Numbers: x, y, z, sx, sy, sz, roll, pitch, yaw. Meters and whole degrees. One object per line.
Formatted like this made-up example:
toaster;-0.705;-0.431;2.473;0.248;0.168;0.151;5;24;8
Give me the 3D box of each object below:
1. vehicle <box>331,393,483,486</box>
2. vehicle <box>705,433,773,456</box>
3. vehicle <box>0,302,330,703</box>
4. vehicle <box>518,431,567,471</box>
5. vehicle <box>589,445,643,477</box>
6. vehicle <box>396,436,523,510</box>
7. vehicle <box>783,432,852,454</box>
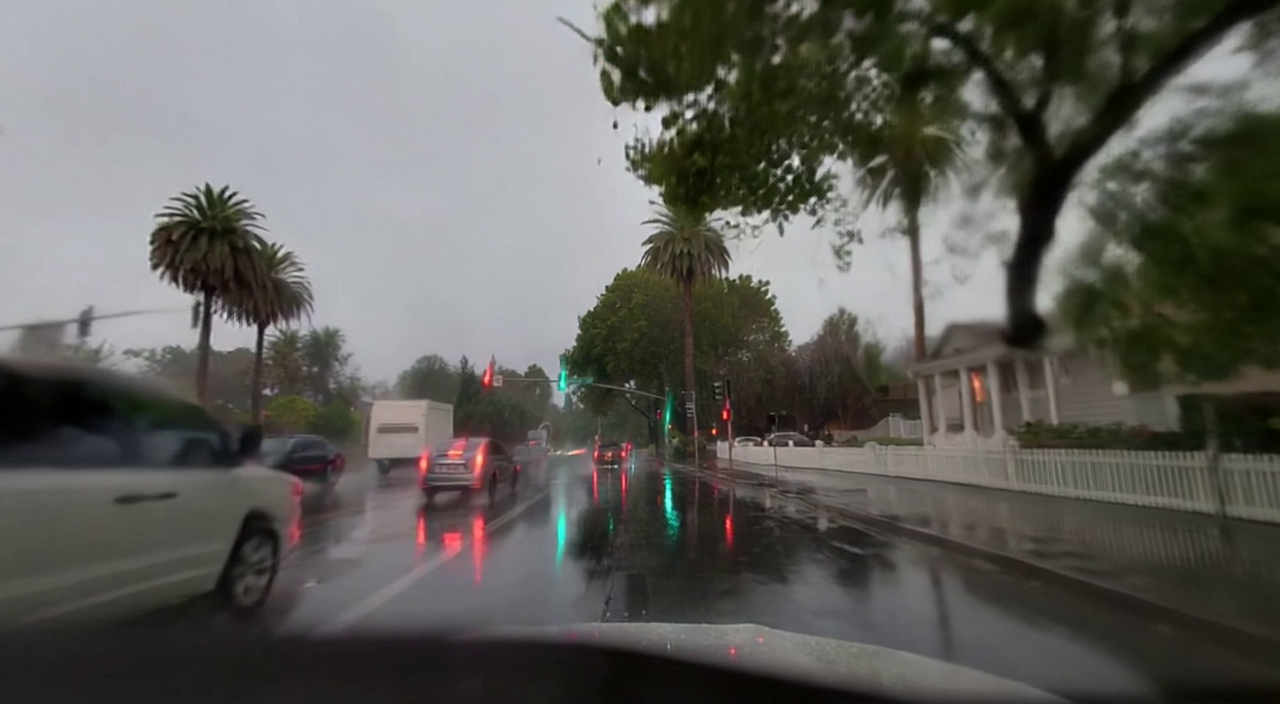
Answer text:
vehicle;-7.709;3.078;22.006;2.821;2.701;6.721;0;-8;-1
vehicle;7.738;7.249;49.262;4.742;1.690;2.218;3;-9;-20
vehicle;-3.965;0.798;3.260;2.144;1.877;4.899;-1;-8;1
vehicle;-4.874;5.006;32.048;2.032;1.852;4.571;-1;-8;-3
vehicle;-1.118;4.590;26.893;2.131;1.222;3.868;0;-8;-5
vehicle;-3.995;2.732;14.705;1.709;1.425;4.337;-1;-8;0
vehicle;13.548;6.952;48.209;4.615;1.555;2.021;2;-9;-16
